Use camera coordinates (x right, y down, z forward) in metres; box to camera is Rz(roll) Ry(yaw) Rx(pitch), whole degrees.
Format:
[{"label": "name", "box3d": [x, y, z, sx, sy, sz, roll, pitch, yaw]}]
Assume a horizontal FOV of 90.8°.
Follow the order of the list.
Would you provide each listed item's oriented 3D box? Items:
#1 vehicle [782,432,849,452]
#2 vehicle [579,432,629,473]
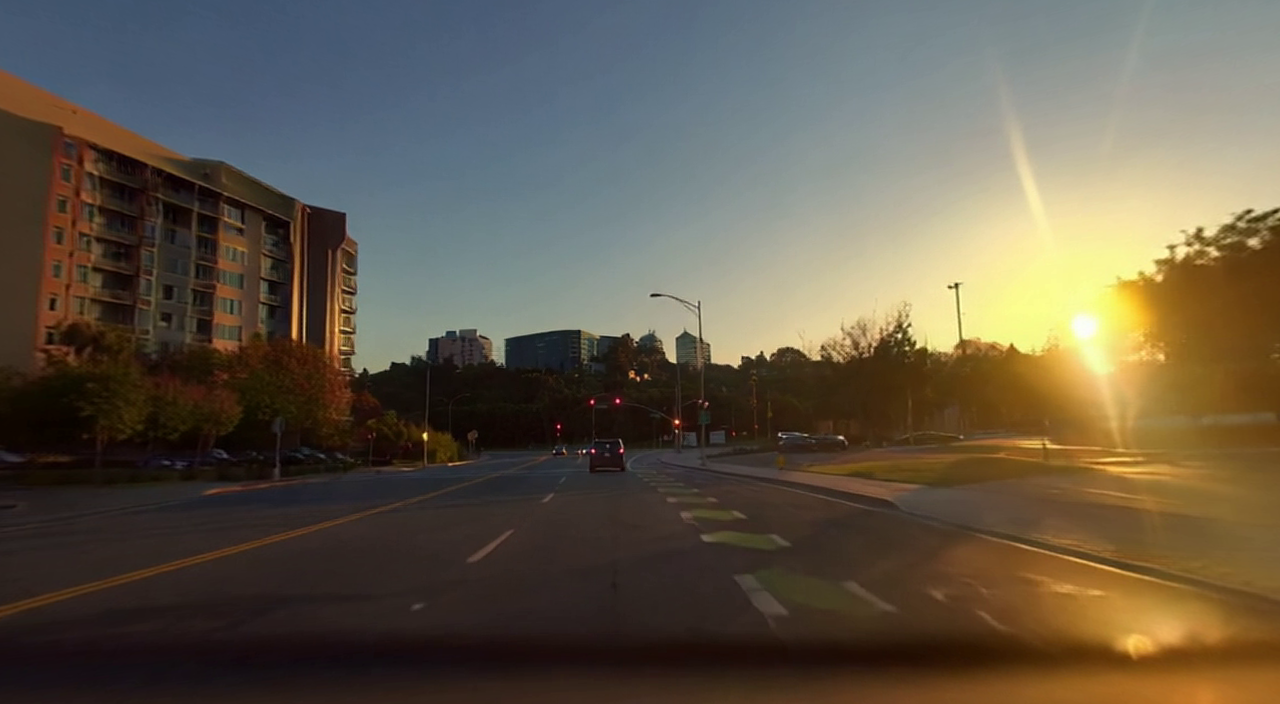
[{"label": "vehicle", "box3d": [13.091, 6.741, 47.361, 4.486, 1.494, 1.802, 0, -8, 2]}, {"label": "vehicle", "box3d": [-1.731, 4.880, 30.846, 2.230, 1.827, 4.298, 0, -8, -2]}]
